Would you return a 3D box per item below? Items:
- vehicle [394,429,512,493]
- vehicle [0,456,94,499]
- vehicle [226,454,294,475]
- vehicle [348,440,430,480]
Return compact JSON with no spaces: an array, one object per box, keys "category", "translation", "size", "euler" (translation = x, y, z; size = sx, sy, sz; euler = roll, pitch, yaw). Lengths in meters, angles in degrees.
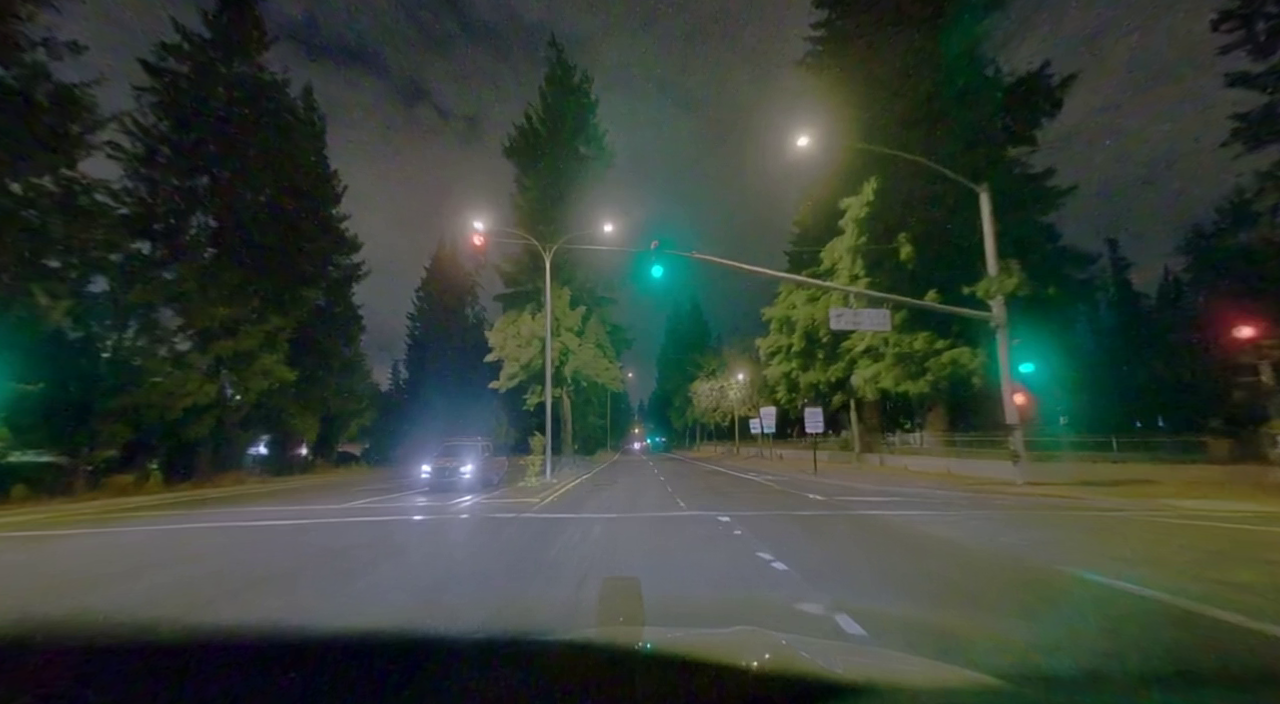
[{"category":"vehicle","translation":[-6.060,3.637,21.488],"size":[2.084,1.823,6.226],"euler":[0,-8,0]},{"category":"vehicle","translation":[-27.206,5.465,27.604],"size":[4.804,1.685,1.996],"euler":[0,-8,0]},{"category":"vehicle","translation":[-27.557,8.184,45.859],"size":[3.754,1.437,1.747],"euler":[0,-8,-1]},{"category":"vehicle","translation":[-12.222,5.268,31.126],"size":[2.208,1.821,4.552],"euler":[0,-8,-1]}]
